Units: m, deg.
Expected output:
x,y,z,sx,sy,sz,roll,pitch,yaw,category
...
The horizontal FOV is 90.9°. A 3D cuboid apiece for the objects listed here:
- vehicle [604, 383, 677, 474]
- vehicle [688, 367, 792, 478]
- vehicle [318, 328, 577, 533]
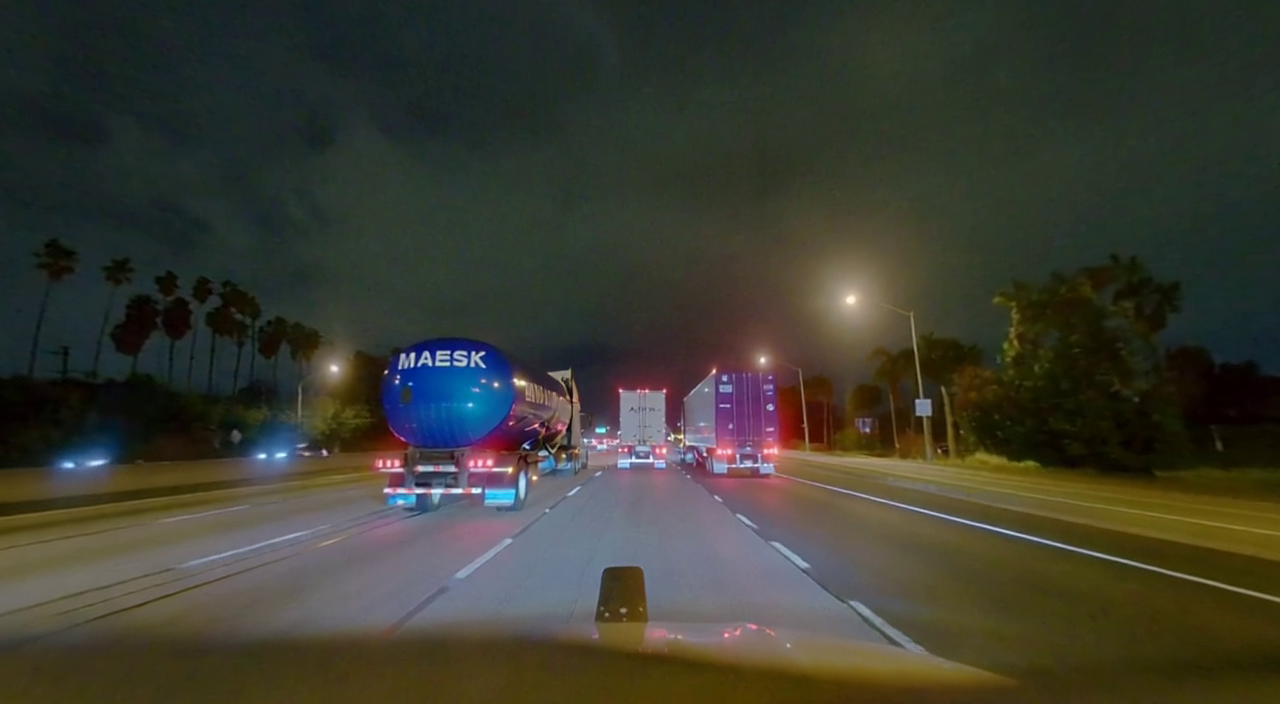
x,y,z,sx,sy,sz,roll,pitch,yaw,category
0.166,4.523,35.911,3.097,3.856,18.209,0,-8,1,vehicle
4.310,3.681,31.096,2.887,4.178,14.553,0,-8,1,vehicle
-3.560,1.985,15.481,2.786,3.228,11.082,0,-8,0,vehicle
